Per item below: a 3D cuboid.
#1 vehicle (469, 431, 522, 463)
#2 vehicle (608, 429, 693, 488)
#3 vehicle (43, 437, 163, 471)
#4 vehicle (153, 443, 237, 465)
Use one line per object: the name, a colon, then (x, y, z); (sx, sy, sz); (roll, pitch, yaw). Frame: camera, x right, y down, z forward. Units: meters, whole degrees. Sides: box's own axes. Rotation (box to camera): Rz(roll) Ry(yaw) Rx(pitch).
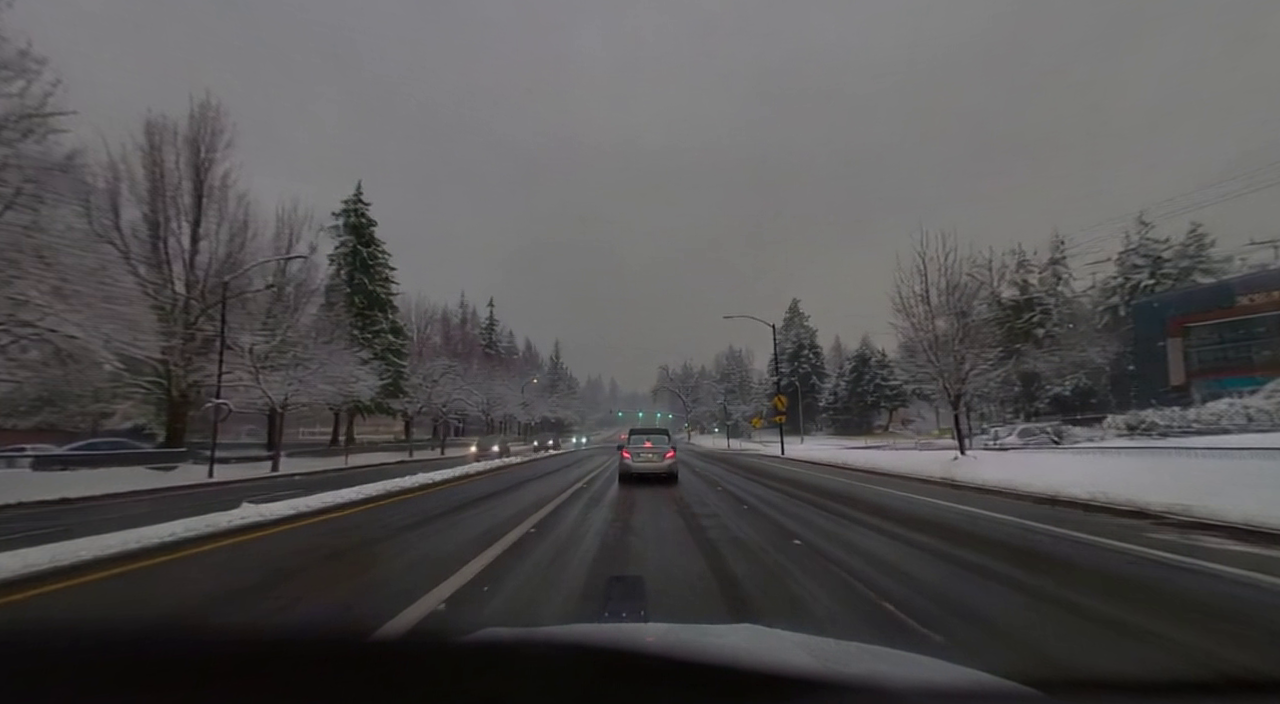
vehicle: (-8.566, 5.691, 37.768); (2.131, 1.778, 4.912); (0, -8, -1)
vehicle: (0.224, 2.951, 17.724); (2.093, 1.442, 3.977); (0, -8, -1)
vehicle: (-30.141, 5.725, 35.518); (4.764, 1.786, 2.091); (0, -8, 0)
vehicle: (-30.440, 6.991, 43.202); (4.356, 1.444, 1.819); (0, -8, -1)
